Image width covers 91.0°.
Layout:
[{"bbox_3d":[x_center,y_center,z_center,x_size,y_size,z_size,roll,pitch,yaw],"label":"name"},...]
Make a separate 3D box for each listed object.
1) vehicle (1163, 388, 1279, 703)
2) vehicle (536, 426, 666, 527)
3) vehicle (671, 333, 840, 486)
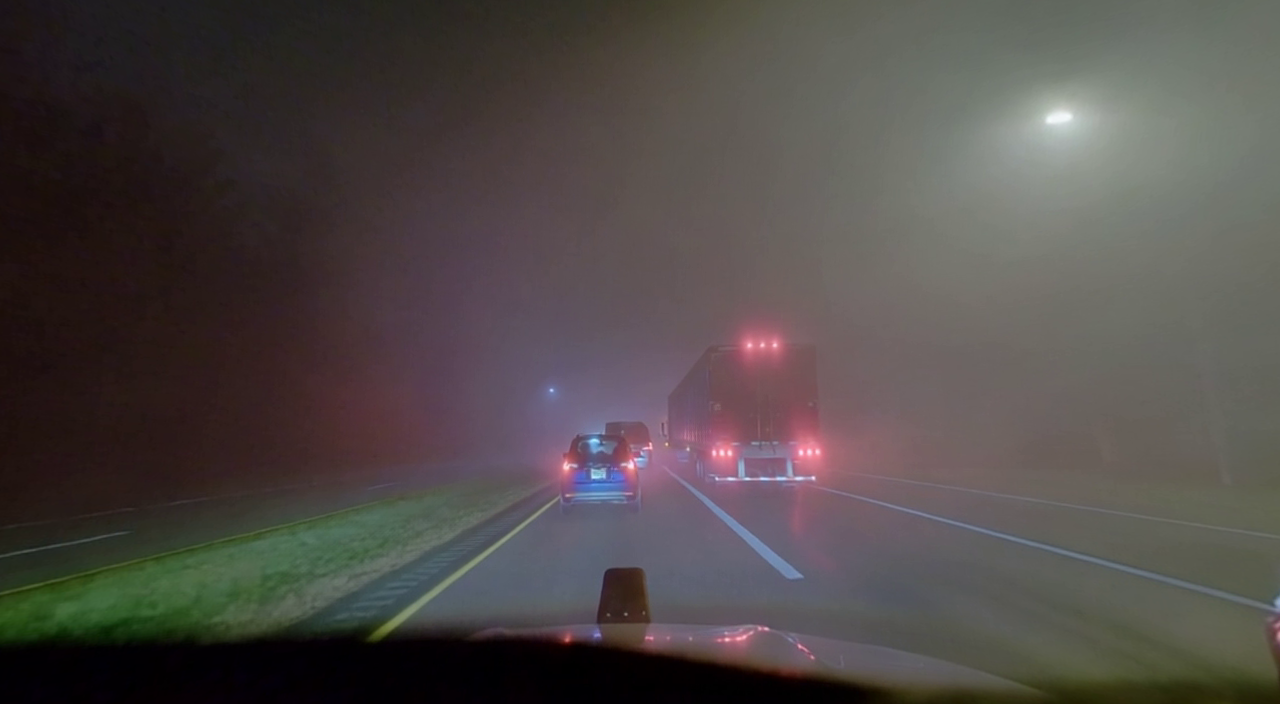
[{"bbox_3d":[3.565,0.635,0.682,1.960,1.515,4.713,0,-8,1],"label":"vehicle"},{"bbox_3d":[-0.636,2.233,11.839,2.009,1.554,4.013,0,-8,-1],"label":"vehicle"},{"bbox_3d":[3.613,2.765,25.966,3.591,4.290,16.696,0,-8,-1],"label":"vehicle"}]
